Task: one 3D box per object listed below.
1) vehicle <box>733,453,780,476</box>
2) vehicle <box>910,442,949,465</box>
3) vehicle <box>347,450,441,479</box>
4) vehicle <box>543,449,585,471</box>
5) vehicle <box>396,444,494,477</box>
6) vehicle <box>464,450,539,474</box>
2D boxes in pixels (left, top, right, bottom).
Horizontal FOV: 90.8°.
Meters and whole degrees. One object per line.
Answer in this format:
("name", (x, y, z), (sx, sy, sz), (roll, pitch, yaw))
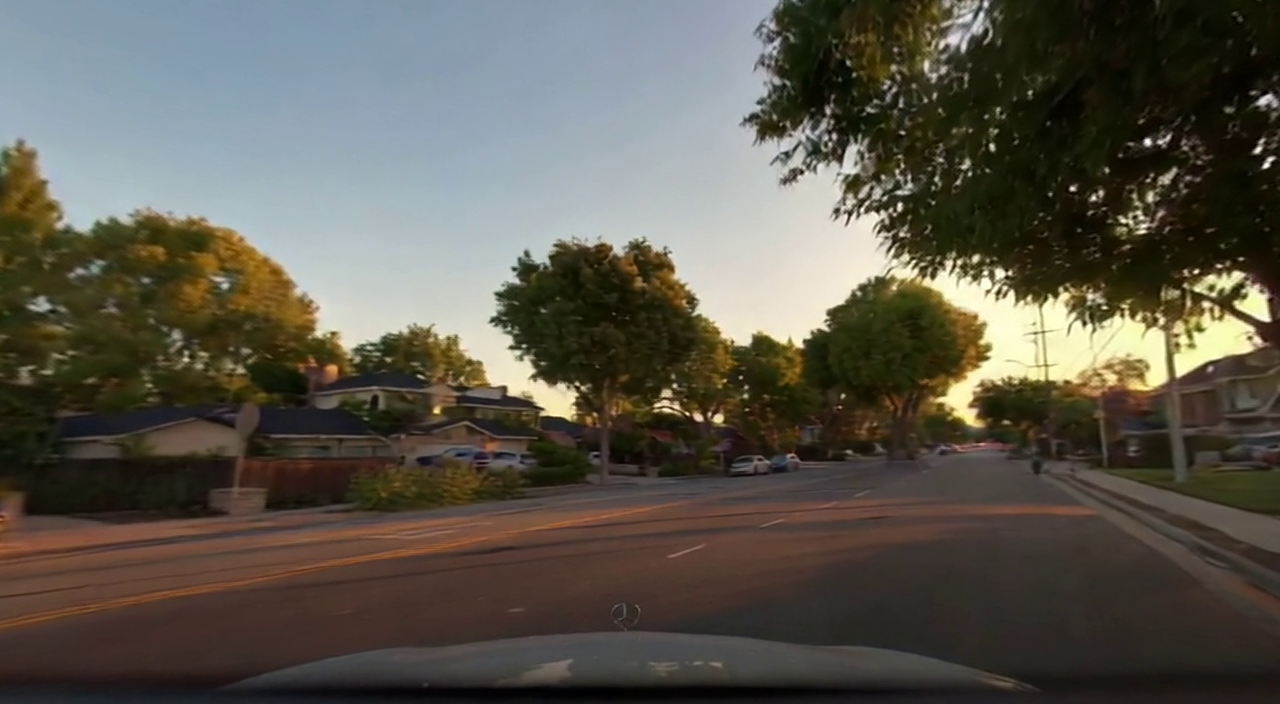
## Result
("vehicle", (8.536, 8.154, 45.948), (1.936, 1.489, 4.311), (-5, -10, 31))
("vehicle", (22.570, 7.900, 49.148), (2.115, 1.696, 4.473), (-5, -10, 31))
("vehicle", (-13.723, 6.234, 35.178), (4.937, 1.445, 2.048), (-4, -10, 27))
("vehicle", (-5.697, 8.144, 47.904), (1.769, 1.414, 4.434), (-1, -7, 13))
("vehicle", (-11.875, 6.534, 38.374), (5.866, 1.877, 2.280), (-5, -10, 31))
("vehicle", (-9.108, 7.265, 41.756), (4.326, 1.452, 2.121), (-2, -9, 18))
